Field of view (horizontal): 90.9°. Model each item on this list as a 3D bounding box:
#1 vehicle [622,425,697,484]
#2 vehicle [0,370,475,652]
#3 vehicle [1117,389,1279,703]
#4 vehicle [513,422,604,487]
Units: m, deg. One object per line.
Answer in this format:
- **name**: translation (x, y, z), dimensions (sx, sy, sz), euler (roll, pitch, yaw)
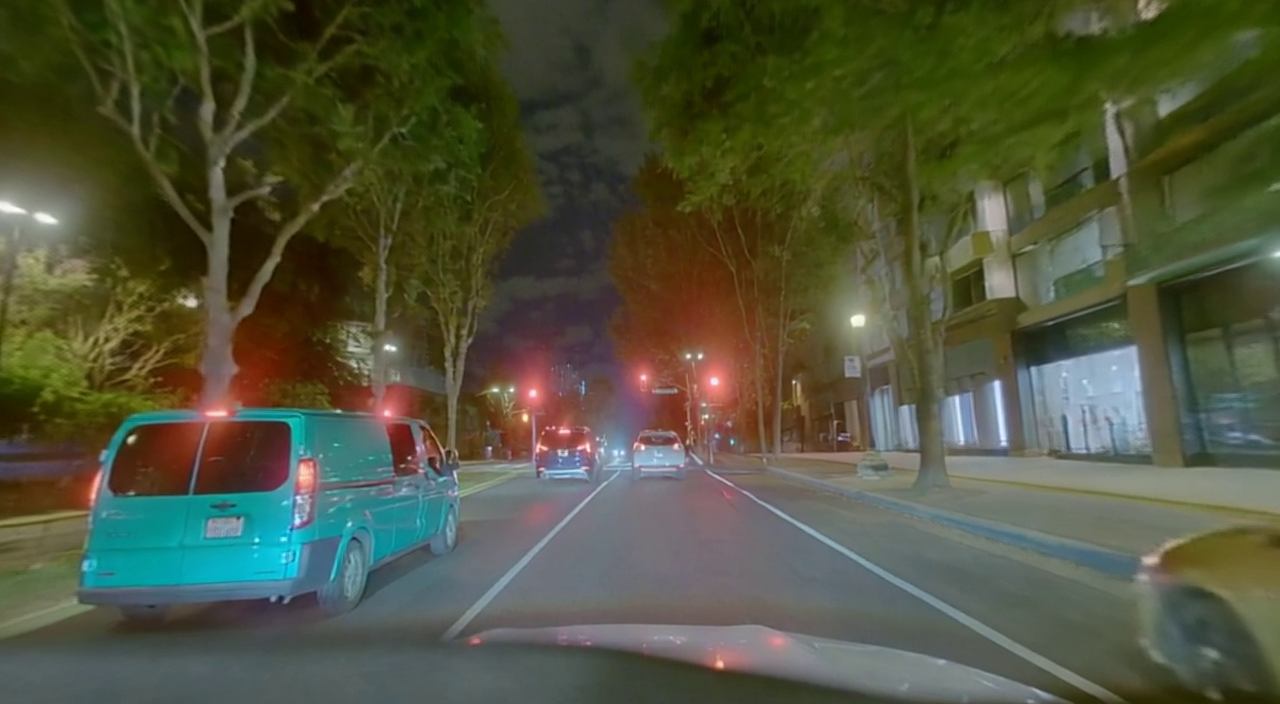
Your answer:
- **vehicle**: translation (0.626, 3.329, 20.735), dimensions (2.205, 1.727, 3.917), euler (0, -8, 2)
- **vehicle**: translation (-3.039, 1.236, 5.845), dimensions (1.940, 1.722, 3.823), euler (0, -8, 0)
- **vehicle**: translation (3.529, 0.692, 1.062), dimensions (2.067, 1.479, 4.409), euler (0, -8, 2)
- **vehicle**: translation (-2.408, 3.168, 19.835), dimensions (2.124, 1.799, 4.587), euler (0, -8, 2)
